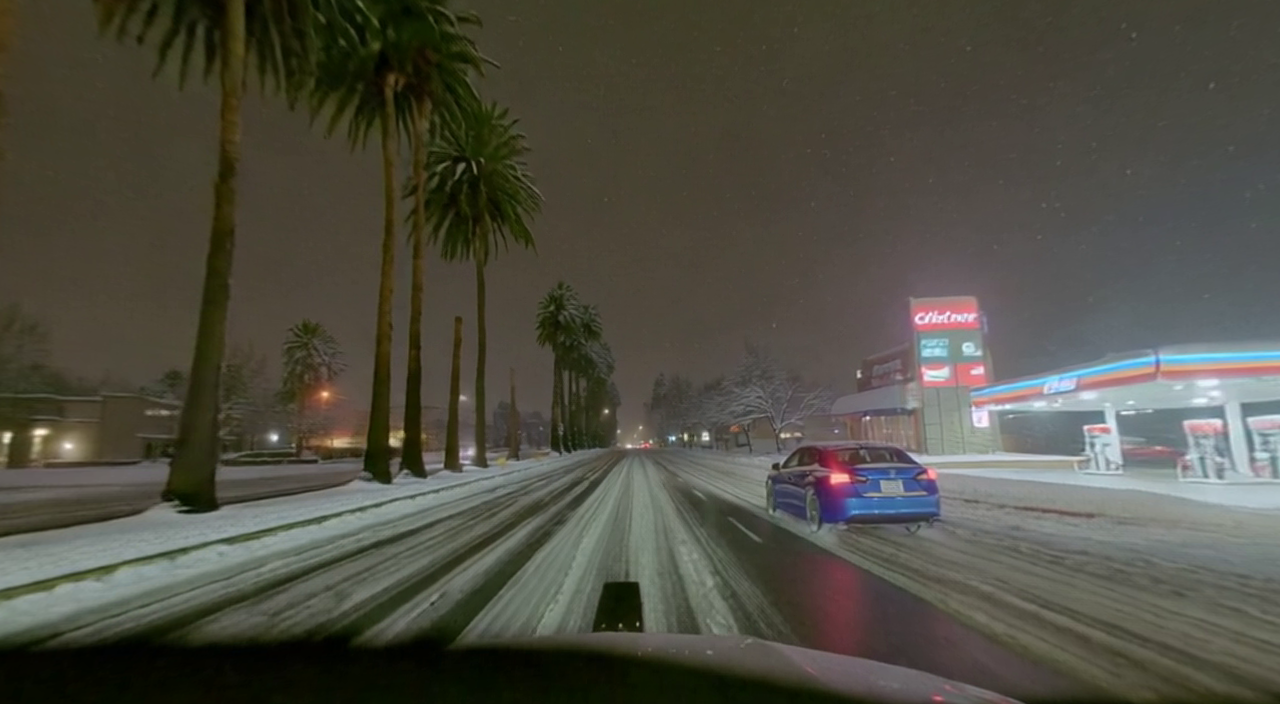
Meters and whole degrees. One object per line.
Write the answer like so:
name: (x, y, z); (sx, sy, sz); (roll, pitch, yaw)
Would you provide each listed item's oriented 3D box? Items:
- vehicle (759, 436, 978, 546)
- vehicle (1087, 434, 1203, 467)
vehicle: (3.467, 2.167, 10.616); (1.978, 1.442, 4.262); (0, -8, -2)
vehicle: (32.326, 6.292, 40.547); (5.339, 1.812, 2.175); (-3, -9, 3)
